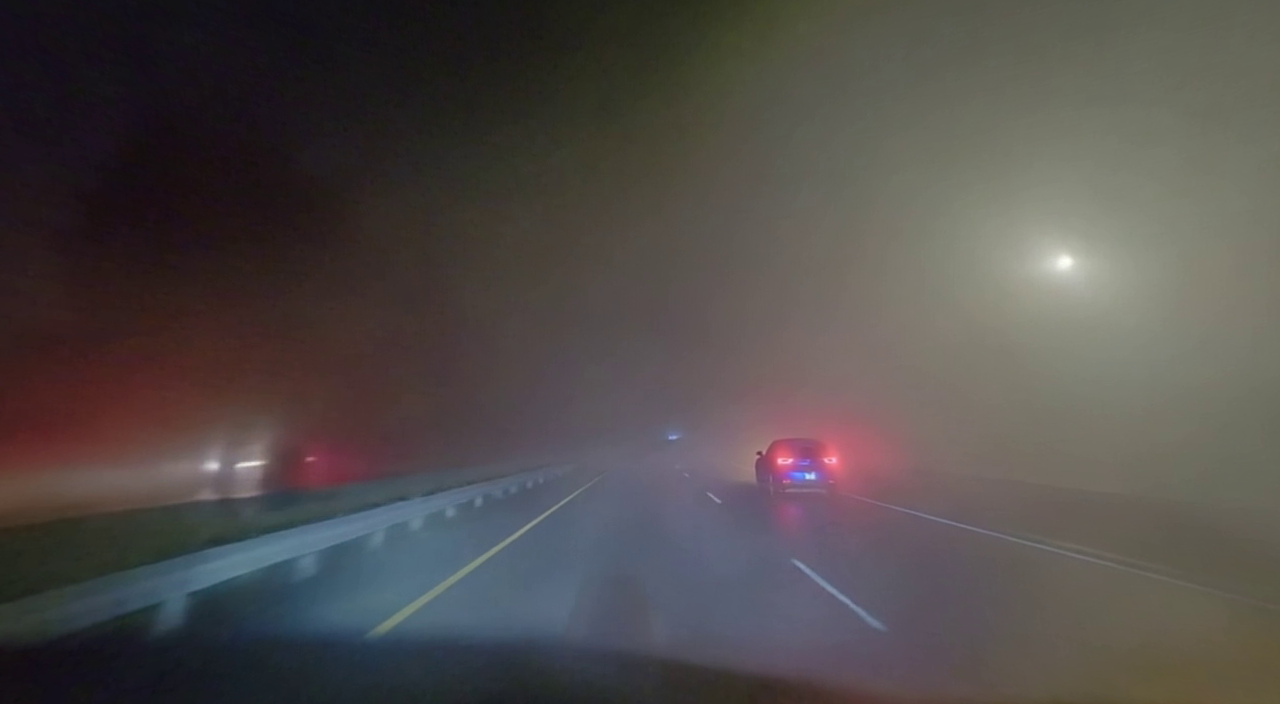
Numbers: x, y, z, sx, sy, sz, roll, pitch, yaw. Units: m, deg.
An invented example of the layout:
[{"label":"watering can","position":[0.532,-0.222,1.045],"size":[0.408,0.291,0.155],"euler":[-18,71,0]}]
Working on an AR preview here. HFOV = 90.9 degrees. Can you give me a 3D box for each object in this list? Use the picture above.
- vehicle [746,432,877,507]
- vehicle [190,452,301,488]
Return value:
[{"label":"vehicle","position":[3.902,2.746,15.180],"size":[1.997,1.515,4.025],"euler":[0,-9,0]},{"label":"vehicle","position":[-18.197,5.429,29.430],"size":[2.045,1.457,4.763],"euler":[-1,-9,2]}]
